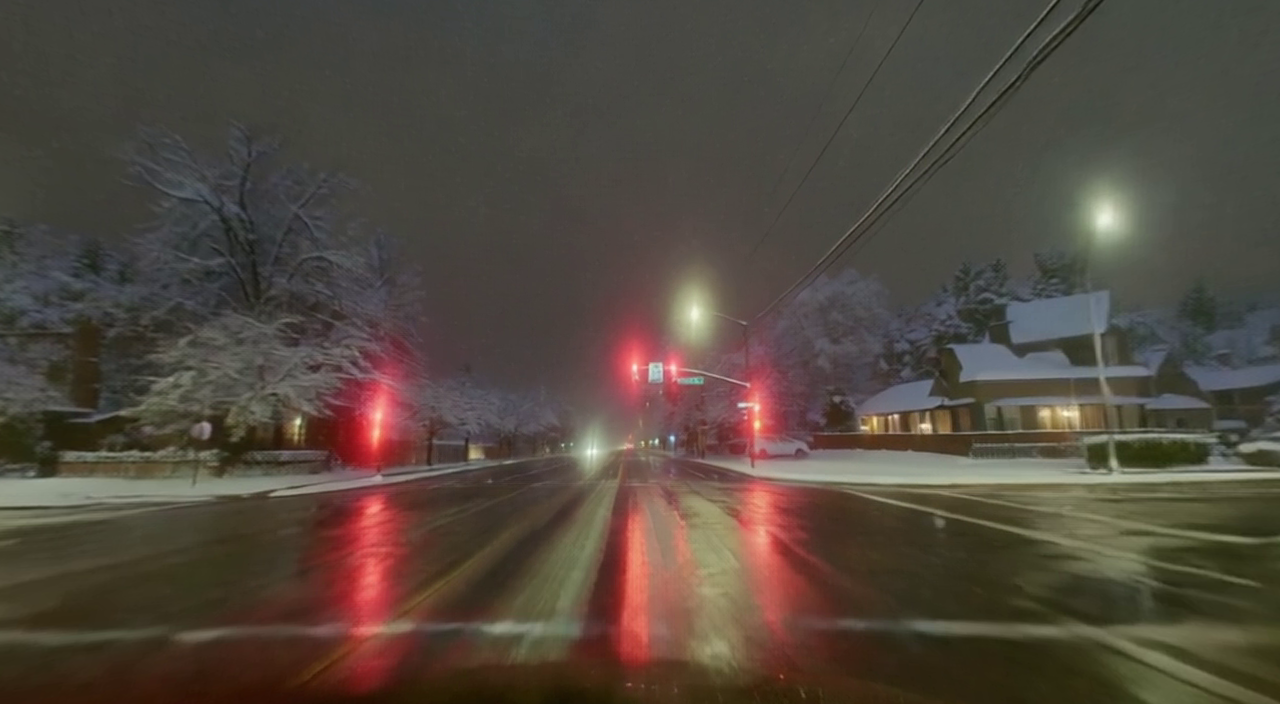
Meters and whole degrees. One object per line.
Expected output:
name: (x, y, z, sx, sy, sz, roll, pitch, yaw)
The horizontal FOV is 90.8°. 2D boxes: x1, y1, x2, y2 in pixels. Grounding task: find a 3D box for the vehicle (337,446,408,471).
vehicle: (-18.807, 7.463, 44.518, 4.115, 1.699, 1.848, 0, -8, -1)
